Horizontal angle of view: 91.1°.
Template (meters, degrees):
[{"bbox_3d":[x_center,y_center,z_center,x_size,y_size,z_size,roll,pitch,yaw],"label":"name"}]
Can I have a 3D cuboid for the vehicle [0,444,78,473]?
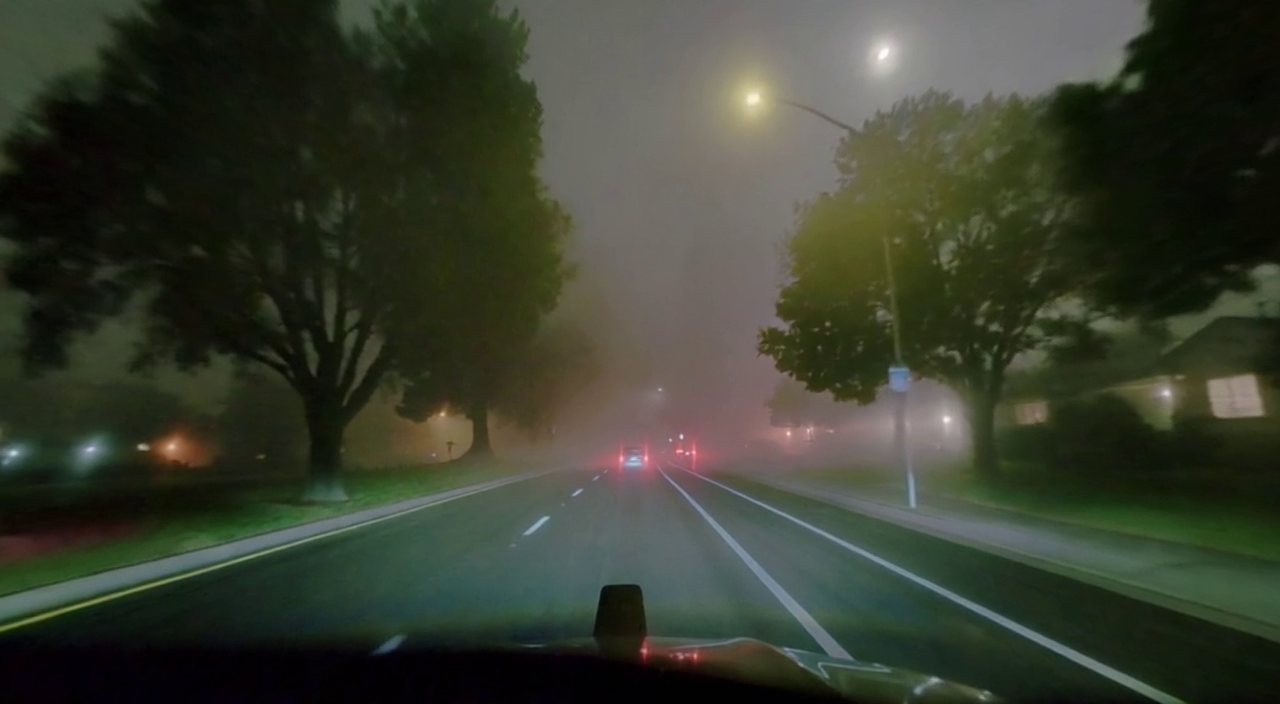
[{"bbox_3d":[-43.514,7.557,44.730,2.136,1.922,5.105,0,-9,1],"label":"vehicle"}]

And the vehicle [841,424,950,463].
[{"bbox_3d":[13.146,4.752,32.574,4.739,1.918,2.071,-1,-8,2],"label":"vehicle"}]

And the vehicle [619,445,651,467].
[{"bbox_3d":[-0.343,7.048,42.723,2.054,1.456,4.003,0,-9,-1],"label":"vehicle"}]
